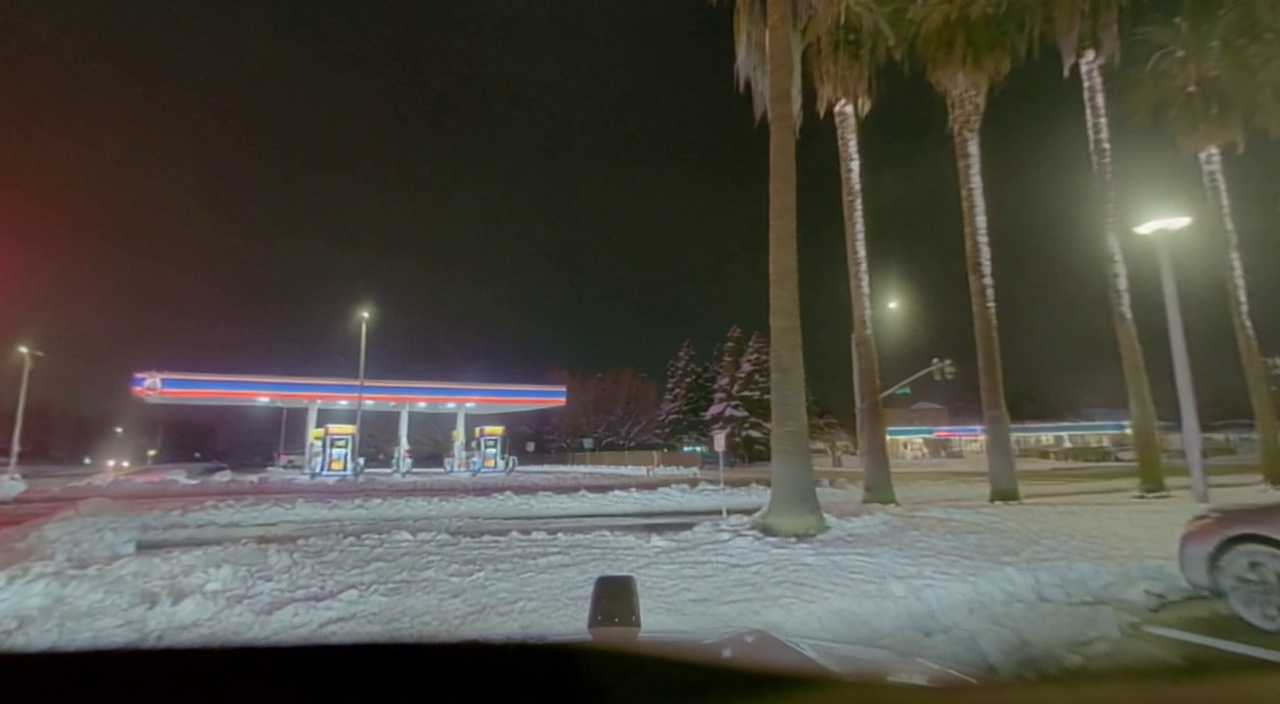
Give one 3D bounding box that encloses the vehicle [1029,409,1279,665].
[{"bbox_3d":[5.010,1.031,3.395,1.937,1.490,4.564,4,-9,-24],"label":"vehicle"}]
